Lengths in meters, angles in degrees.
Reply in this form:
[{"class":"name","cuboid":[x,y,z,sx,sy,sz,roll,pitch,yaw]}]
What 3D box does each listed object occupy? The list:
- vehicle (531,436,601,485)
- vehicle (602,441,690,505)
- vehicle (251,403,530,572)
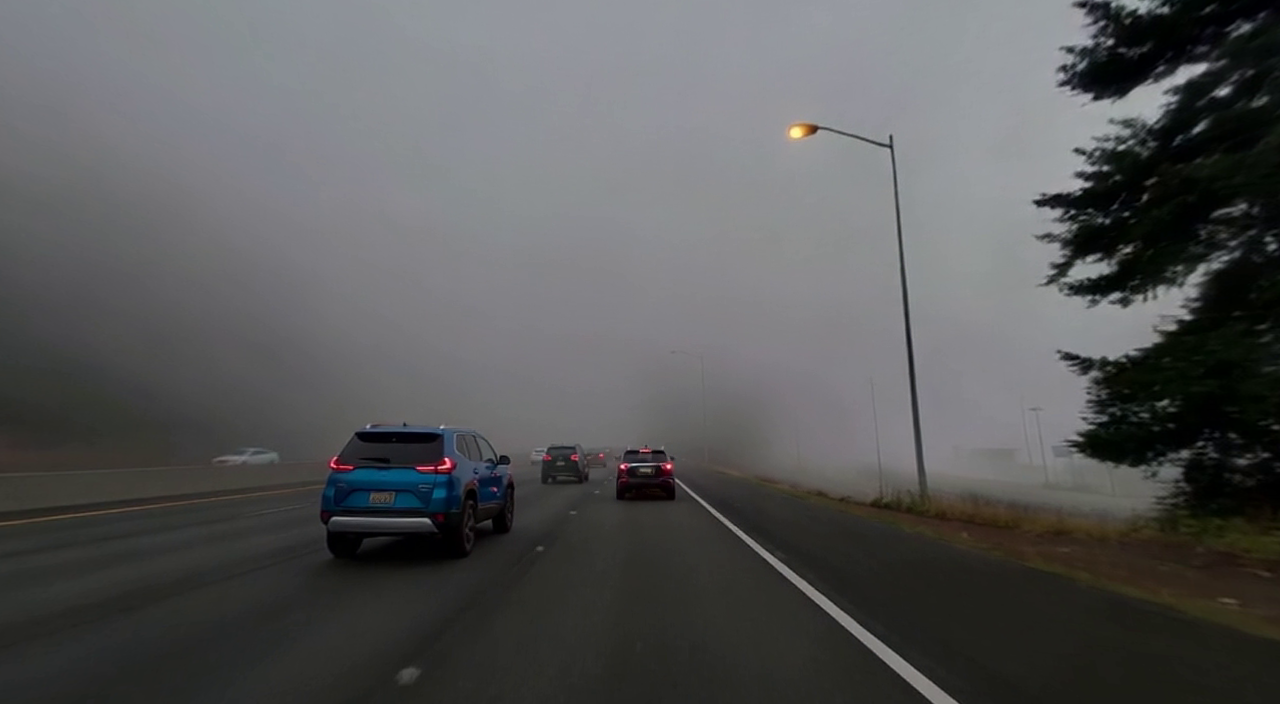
[{"class":"vehicle","cuboid":[-2.845,4.346,25.468,2.125,1.771,4.721,0,-9,2]},{"class":"vehicle","cuboid":[0.126,3.162,16.889,2.068,1.488,4.045,0,-9,-1]},{"class":"vehicle","cuboid":[-3.050,1.772,8.890,2.123,1.798,4.108,0,-9,2]}]
